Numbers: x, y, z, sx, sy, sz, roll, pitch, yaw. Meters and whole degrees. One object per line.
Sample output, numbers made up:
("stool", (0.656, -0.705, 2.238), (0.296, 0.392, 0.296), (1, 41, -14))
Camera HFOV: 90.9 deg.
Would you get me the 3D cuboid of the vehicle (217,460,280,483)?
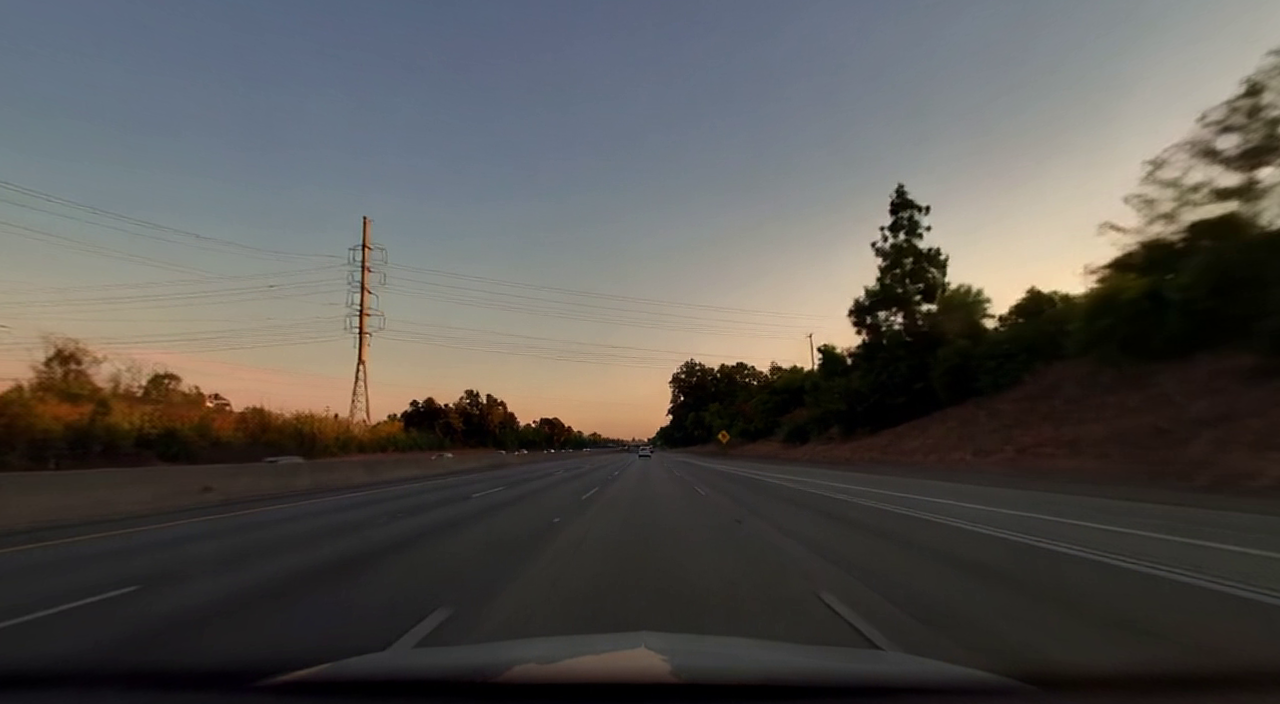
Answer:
("vehicle", (-27.740, 8.449, 44.808), (1.687, 1.391, 4.192), (0, -8, 2))
